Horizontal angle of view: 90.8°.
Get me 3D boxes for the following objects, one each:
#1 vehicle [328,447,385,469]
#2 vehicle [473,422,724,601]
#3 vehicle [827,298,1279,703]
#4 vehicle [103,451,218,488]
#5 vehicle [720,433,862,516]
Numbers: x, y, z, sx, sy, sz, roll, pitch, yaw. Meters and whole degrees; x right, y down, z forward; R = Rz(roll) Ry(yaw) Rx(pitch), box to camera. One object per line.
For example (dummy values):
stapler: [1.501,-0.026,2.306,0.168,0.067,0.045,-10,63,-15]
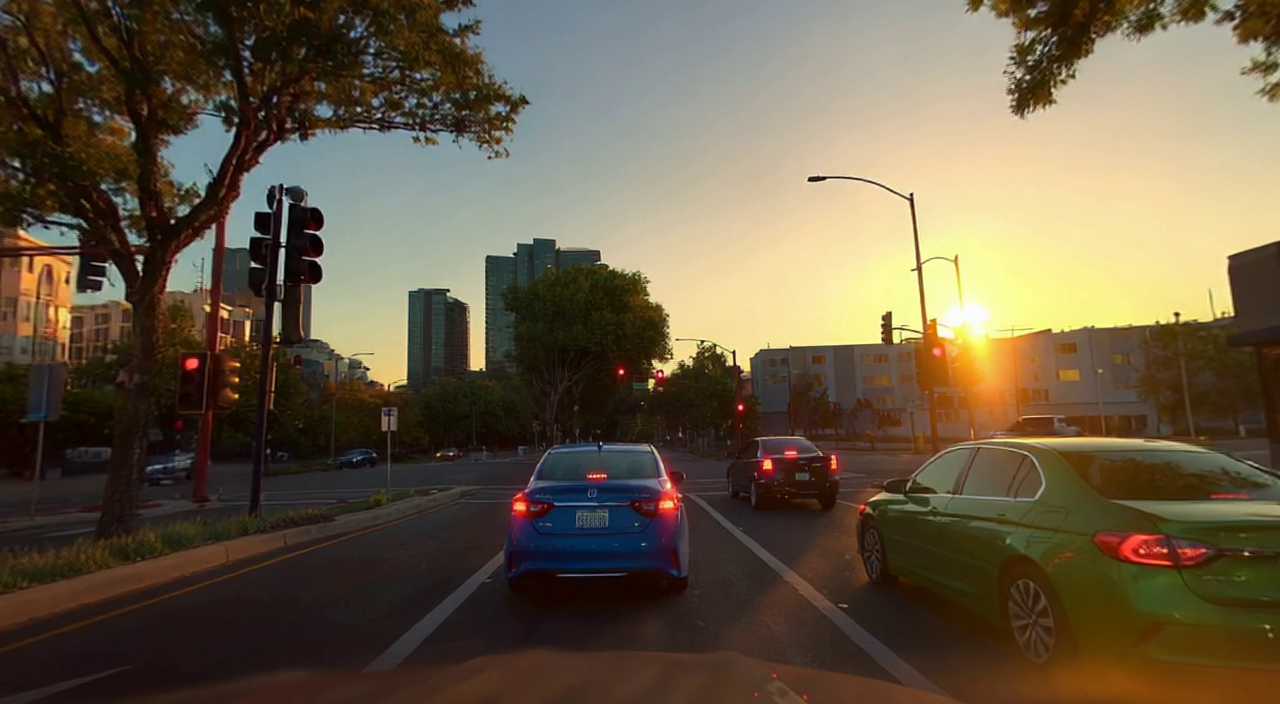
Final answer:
vehicle: [-21.654,8.101,48.467,2.091,1.534,4.846,0,-8,1]
vehicle: [-0.379,1.654,7.410,2.143,1.520,3.848,0,-8,-1]
vehicle: [3.574,1.104,5.055,2.572,1.945,5.065,0,-8,0]
vehicle: [-21.925,5.367,29.175,1.863,1.496,4.389,0,-8,0]
vehicle: [3.163,2.669,14.326,2.026,1.549,4.559,0,-8,-1]
